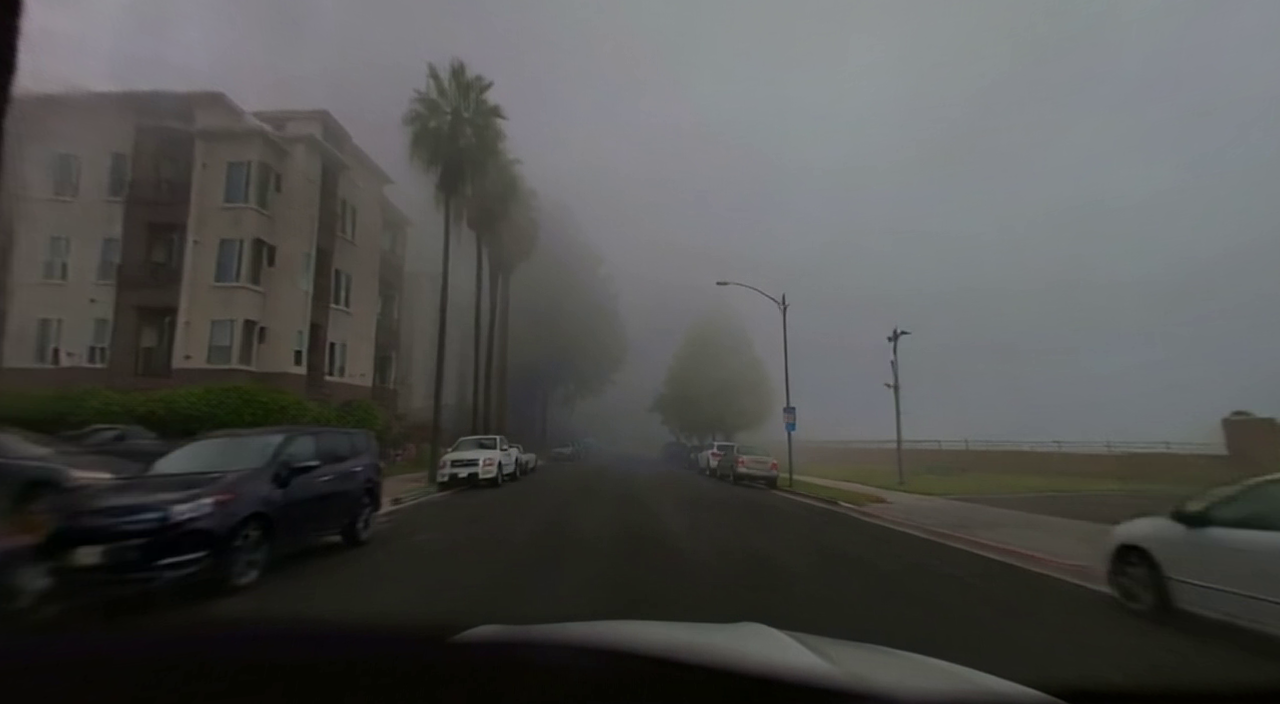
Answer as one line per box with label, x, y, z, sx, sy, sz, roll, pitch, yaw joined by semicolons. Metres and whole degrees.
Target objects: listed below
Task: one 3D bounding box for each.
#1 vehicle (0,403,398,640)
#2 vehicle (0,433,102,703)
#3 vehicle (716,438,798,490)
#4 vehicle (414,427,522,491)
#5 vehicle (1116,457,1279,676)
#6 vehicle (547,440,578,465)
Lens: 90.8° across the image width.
vehicle;-4.522;1.554;6.911;2.015;1.690;4.441;2;-8;-1
vehicle;-4.366;0.915;1.775;1.840;1.464;4.368;2;-8;0
vehicle;4.378;4.267;24.437;1.969;1.782;4.677;1;-8;-4
vehicle;-5.732;3.667;21.982;2.358;1.905;5.615;0;-9;-2
vehicle;5.315;1.426;3.932;1.812;1.461;3.575;0;-8;-2
vehicle;-6.025;7.842;49.580;1.947;1.806;4.413;2;-8;-1
